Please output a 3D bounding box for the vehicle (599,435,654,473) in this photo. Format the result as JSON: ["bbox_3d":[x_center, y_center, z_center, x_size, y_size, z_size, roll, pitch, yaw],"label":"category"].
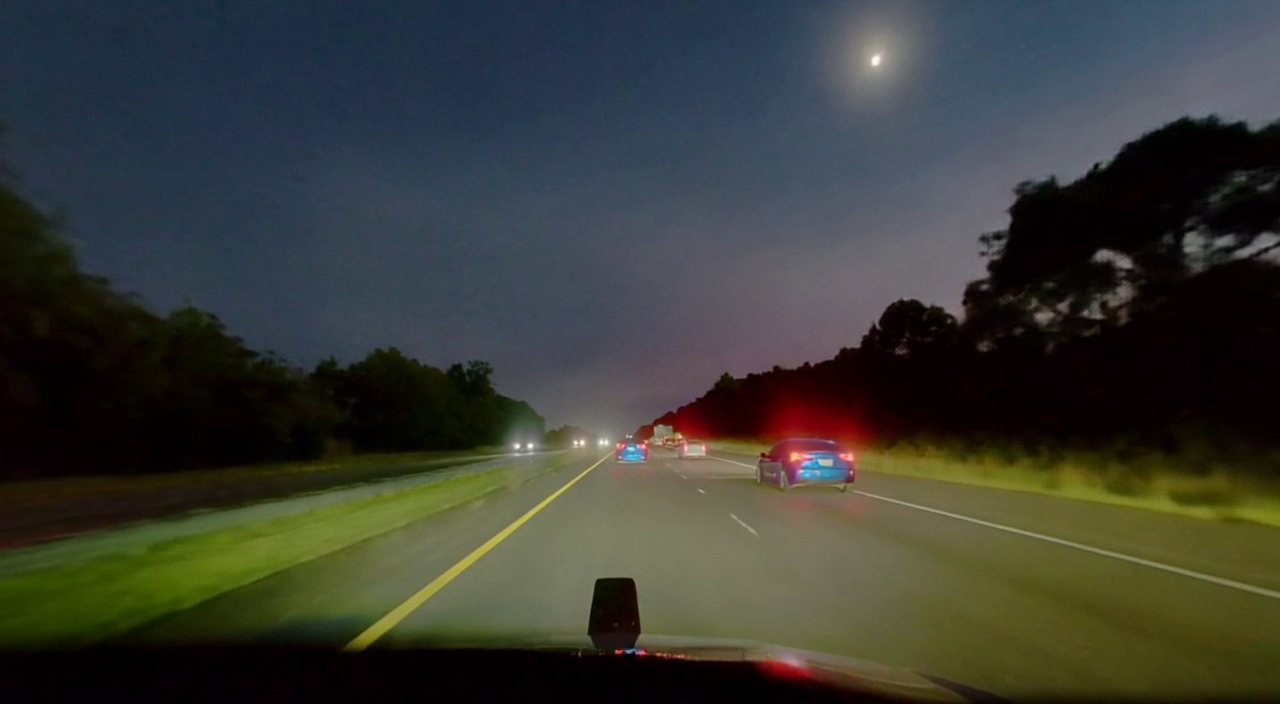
[{"bbox_3d":[-0.575,4.223,26.520,2.143,1.466,3.693,0,-8,-1],"label":"vehicle"}]

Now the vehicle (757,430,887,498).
[{"bbox_3d":[4.531,2.822,16.439,2.066,1.526,4.216,0,-8,-1],"label":"vehicle"}]

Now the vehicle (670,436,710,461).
[{"bbox_3d":[3.097,6.060,39.916,2.004,1.469,4.472,0,-8,-2],"label":"vehicle"}]
